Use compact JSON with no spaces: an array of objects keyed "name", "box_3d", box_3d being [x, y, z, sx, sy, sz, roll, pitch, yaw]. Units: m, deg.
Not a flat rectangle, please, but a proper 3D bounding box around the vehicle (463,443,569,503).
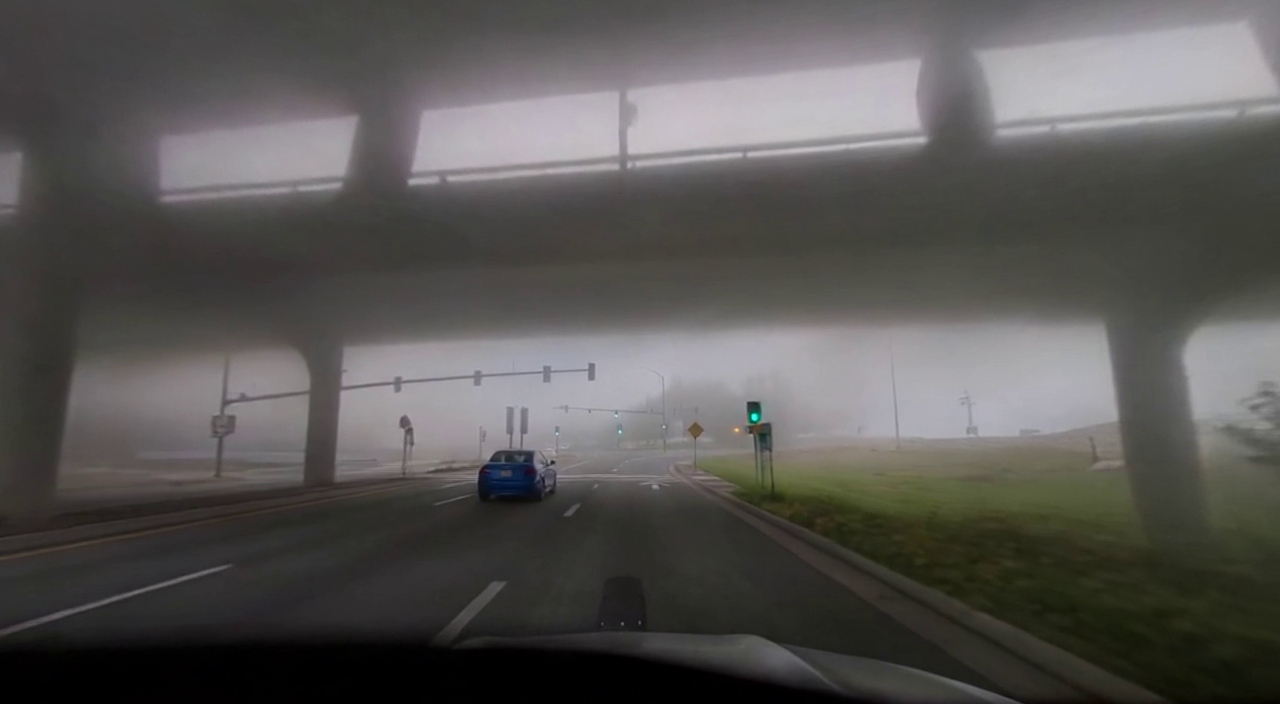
[{"name":"vehicle","box_3d":[-3.298,3.334,17.762,1.963,1.460,4.614,0,-9,1]}]
